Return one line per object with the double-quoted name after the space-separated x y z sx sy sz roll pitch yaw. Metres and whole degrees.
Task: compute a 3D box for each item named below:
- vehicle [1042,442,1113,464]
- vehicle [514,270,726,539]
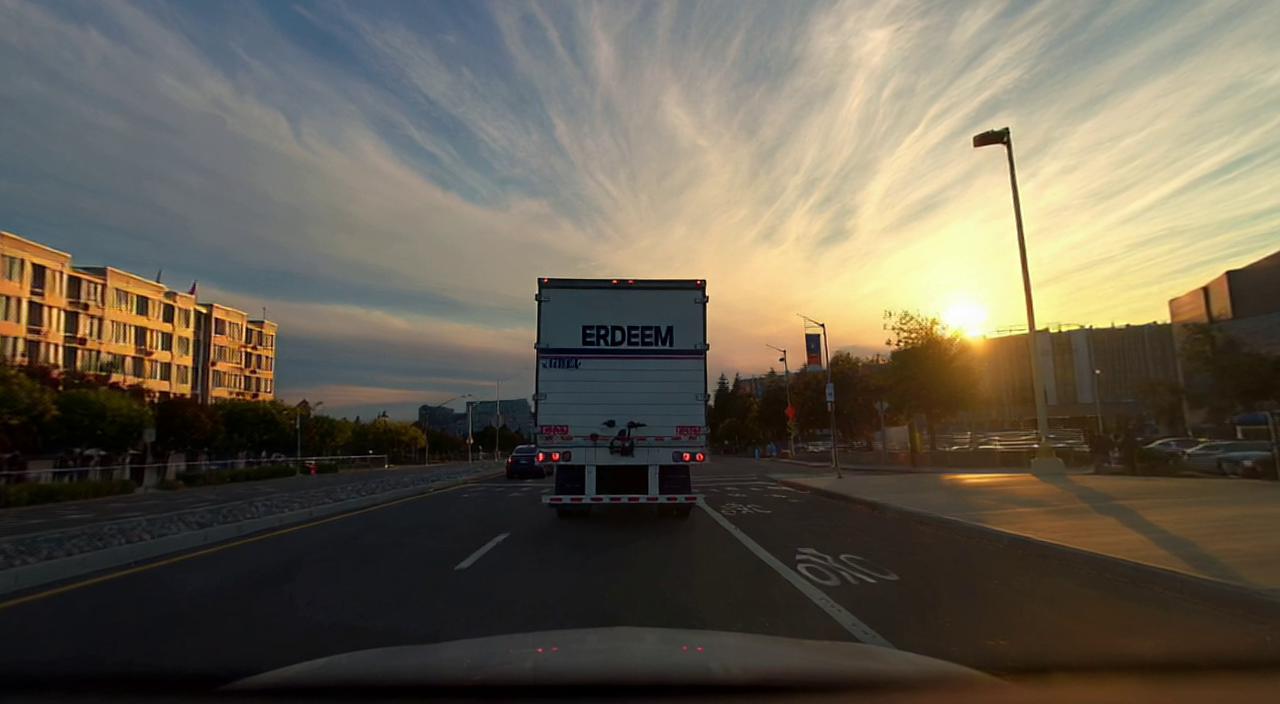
31.374 7.216 45.144 1.652 1.423 3.797 5 -9 -35 "vehicle"
-0.183 1.307 13.389 2.876 3.724 9.351 -1 -8 1 "vehicle"
